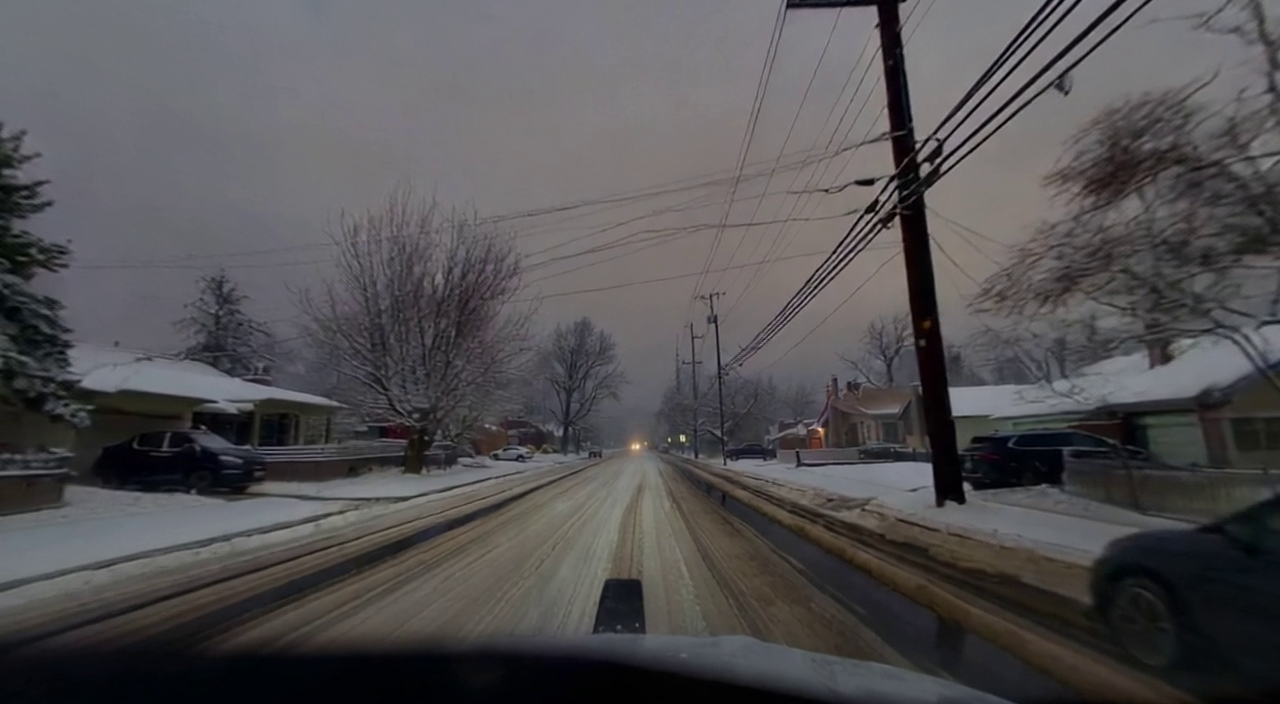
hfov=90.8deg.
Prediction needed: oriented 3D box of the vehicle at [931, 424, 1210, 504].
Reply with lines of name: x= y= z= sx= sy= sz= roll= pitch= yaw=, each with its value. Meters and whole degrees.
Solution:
vehicle: x=10.330 y=2.715 z=15.542 sx=5.221 sy=1.798 sz=2.211 roll=0 pitch=-9 yaw=-1

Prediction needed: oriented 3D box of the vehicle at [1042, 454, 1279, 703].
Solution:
vehicle: x=4.215 y=1.164 z=2.555 sx=2.055 sy=1.402 sz=4.559 roll=1 pitch=-9 yaw=-2

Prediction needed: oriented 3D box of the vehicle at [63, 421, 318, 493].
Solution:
vehicle: x=-12.314 y=2.920 z=17.695 sx=5.186 sy=1.842 sz=2.465 roll=0 pitch=-9 yaw=-1
